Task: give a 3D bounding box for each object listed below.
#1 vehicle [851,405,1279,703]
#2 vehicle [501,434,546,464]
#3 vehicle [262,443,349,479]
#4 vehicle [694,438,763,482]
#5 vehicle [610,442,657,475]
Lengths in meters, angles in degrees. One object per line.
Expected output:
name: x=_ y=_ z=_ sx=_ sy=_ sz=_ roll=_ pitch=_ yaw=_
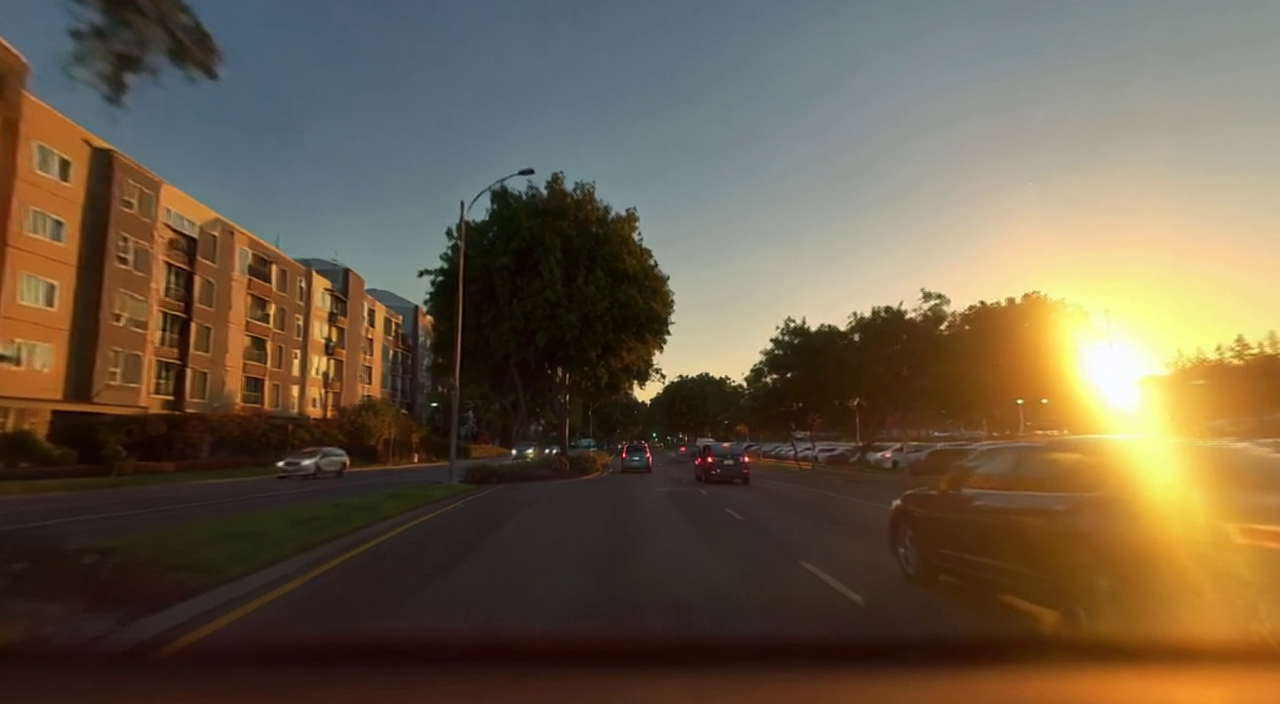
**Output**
vehicle: x=3.523 y=1.333 z=5.123 sx=1.953 sy=1.514 sz=4.672 roll=0 pitch=-8 yaw=-1
vehicle: x=-8.739 y=7.322 z=47.816 sx=2.285 sy=2.106 sz=5.836 roll=0 pitch=-8 yaw=0
vehicle: x=-16.259 y=5.298 z=31.011 sx=1.920 sy=1.635 sz=4.261 roll=0 pitch=-8 yaw=0
vehicle: x=3.456 y=4.307 z=25.491 sx=2.041 sy=1.611 sz=4.426 roll=0 pitch=-8 yaw=-1
vehicle: x=-0.338 y=5.092 z=30.419 sx=2.095 sy=1.456 sz=3.873 roll=0 pitch=-8 yaw=-1
